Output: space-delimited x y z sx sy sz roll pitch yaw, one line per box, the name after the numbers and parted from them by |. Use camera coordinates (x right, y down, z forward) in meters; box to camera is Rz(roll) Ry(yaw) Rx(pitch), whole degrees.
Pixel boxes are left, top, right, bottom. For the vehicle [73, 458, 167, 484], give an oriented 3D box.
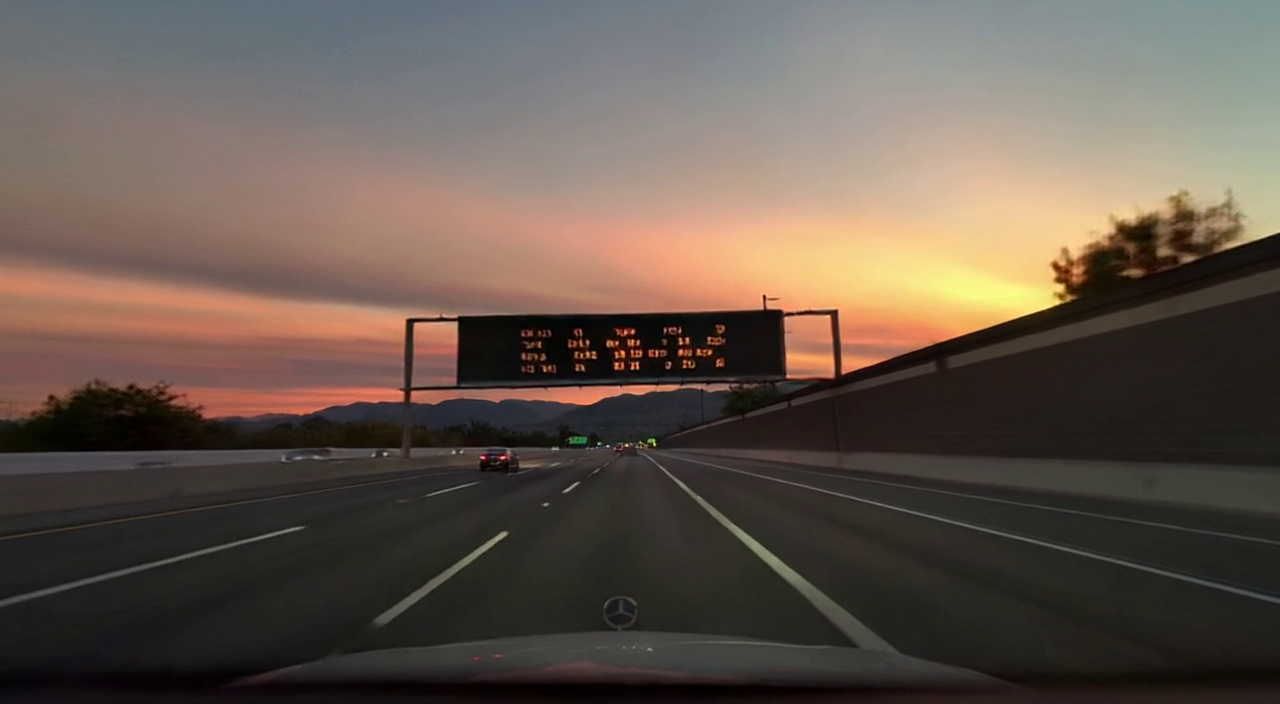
-31.840 7.280 38.875 1.755 1.433 4.524 0 -8 4 | vehicle

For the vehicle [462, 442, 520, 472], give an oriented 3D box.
-8.130 5.755 34.891 2.005 1.545 4.874 0 -8 0 | vehicle
